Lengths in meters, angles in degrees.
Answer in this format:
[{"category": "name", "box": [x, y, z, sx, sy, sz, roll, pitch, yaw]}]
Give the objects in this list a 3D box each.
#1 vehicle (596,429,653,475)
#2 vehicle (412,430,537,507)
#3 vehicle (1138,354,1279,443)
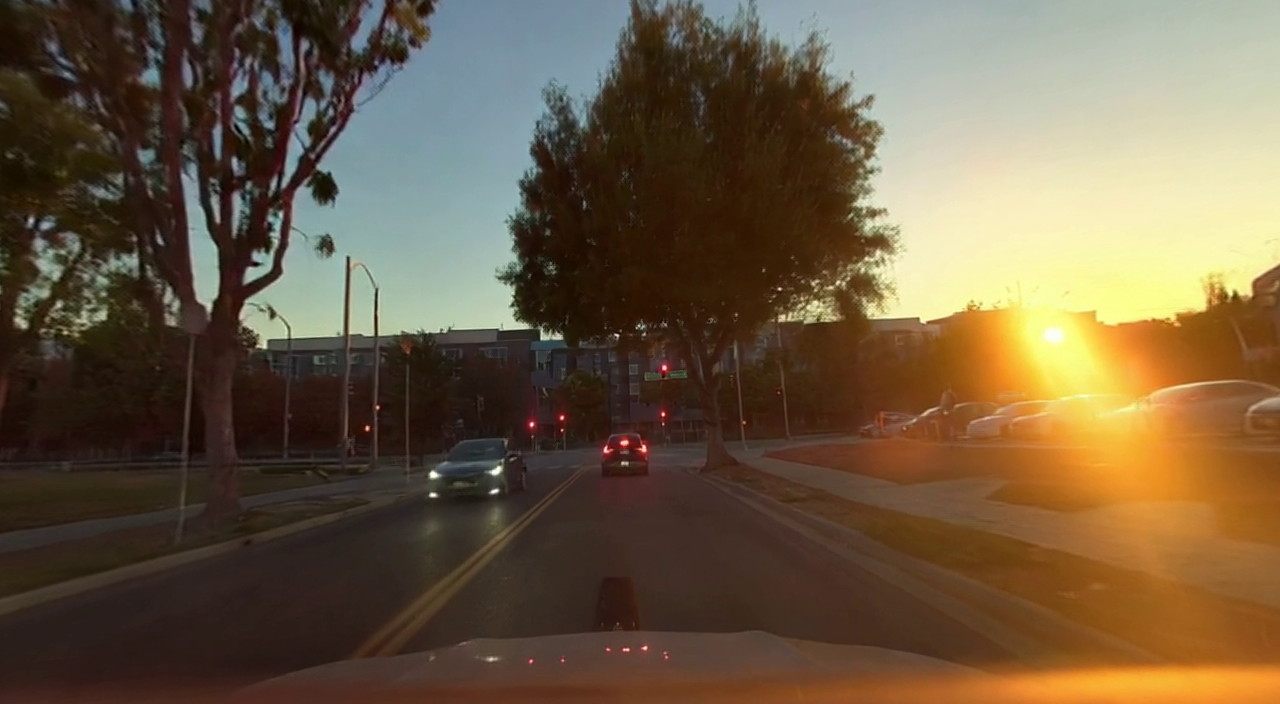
[{"category": "vehicle", "box": [-0.568, 3.989, 25.424, 2.142, 1.686, 3.816, 0, -8, 0]}, {"category": "vehicle", "box": [-3.863, 2.763, 15.482, 2.057, 1.613, 4.062, 0, -8, -1]}, {"category": "vehicle", "box": [12.089, 0.894, 11.617, 4.068, 1.525, 1.859, -1, -8, 5]}]
